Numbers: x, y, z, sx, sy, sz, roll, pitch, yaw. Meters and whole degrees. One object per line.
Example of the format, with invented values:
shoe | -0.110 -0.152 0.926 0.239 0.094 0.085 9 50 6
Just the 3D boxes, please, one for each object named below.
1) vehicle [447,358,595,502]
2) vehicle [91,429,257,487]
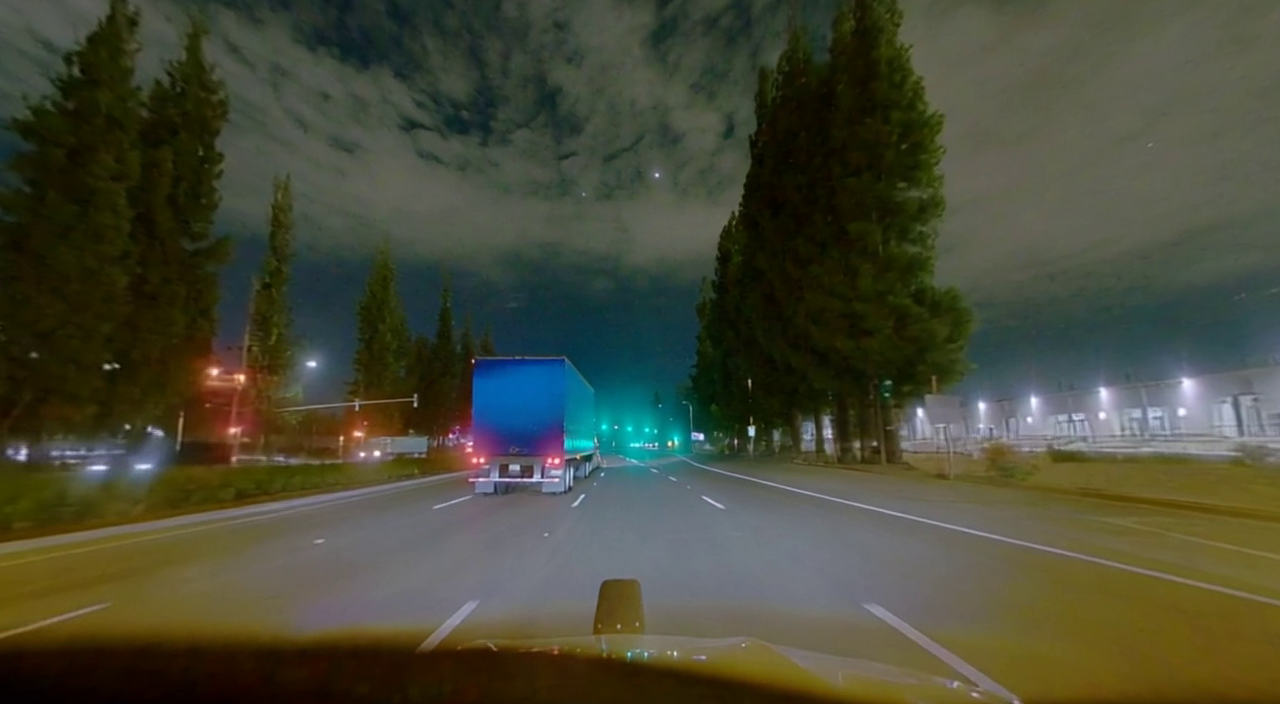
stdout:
vehicle | -3.135 2.452 19.357 2.910 3.419 8.376 0 -8 0
vehicle | -15.122 3.449 20.934 2.157 1.680 4.524 0 -8 -2
